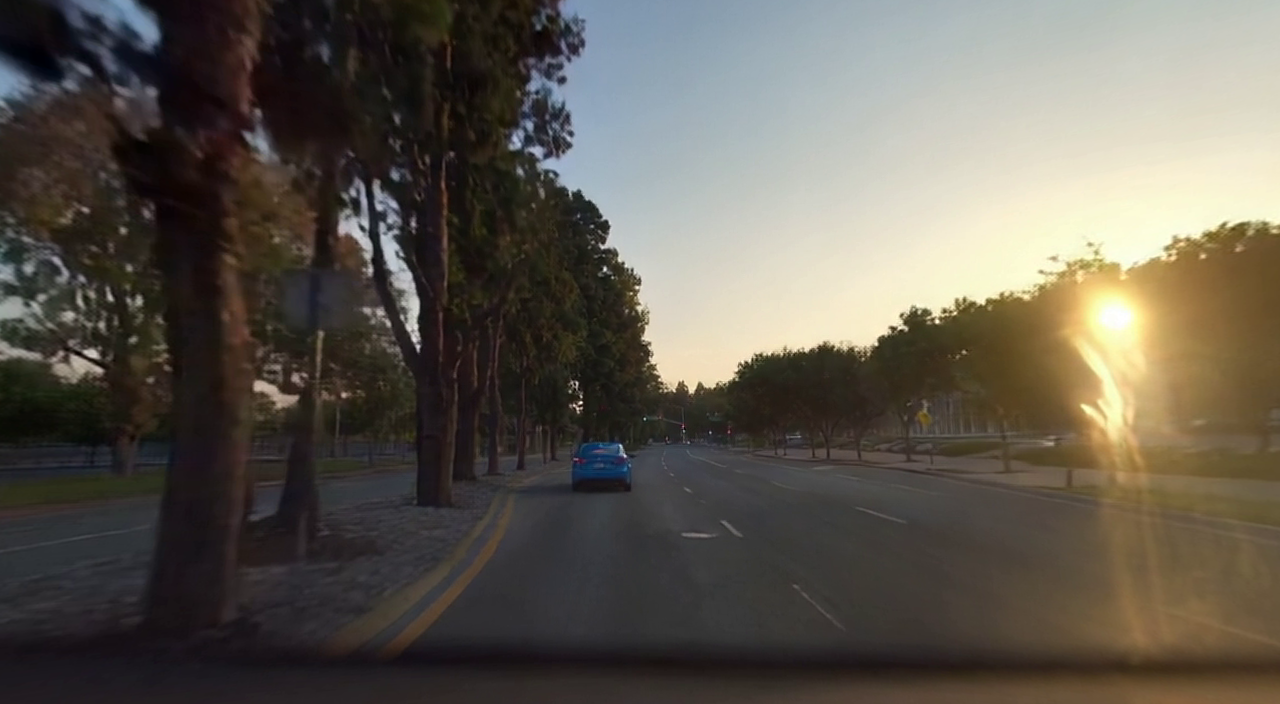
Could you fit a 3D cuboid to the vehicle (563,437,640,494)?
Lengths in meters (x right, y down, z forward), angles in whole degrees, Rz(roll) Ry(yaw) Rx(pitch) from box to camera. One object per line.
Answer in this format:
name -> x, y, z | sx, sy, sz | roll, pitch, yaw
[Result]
vehicle -> -1.179, 3.359, 19.178 | 2.042, 1.479, 4.601 | 0, -8, -4
